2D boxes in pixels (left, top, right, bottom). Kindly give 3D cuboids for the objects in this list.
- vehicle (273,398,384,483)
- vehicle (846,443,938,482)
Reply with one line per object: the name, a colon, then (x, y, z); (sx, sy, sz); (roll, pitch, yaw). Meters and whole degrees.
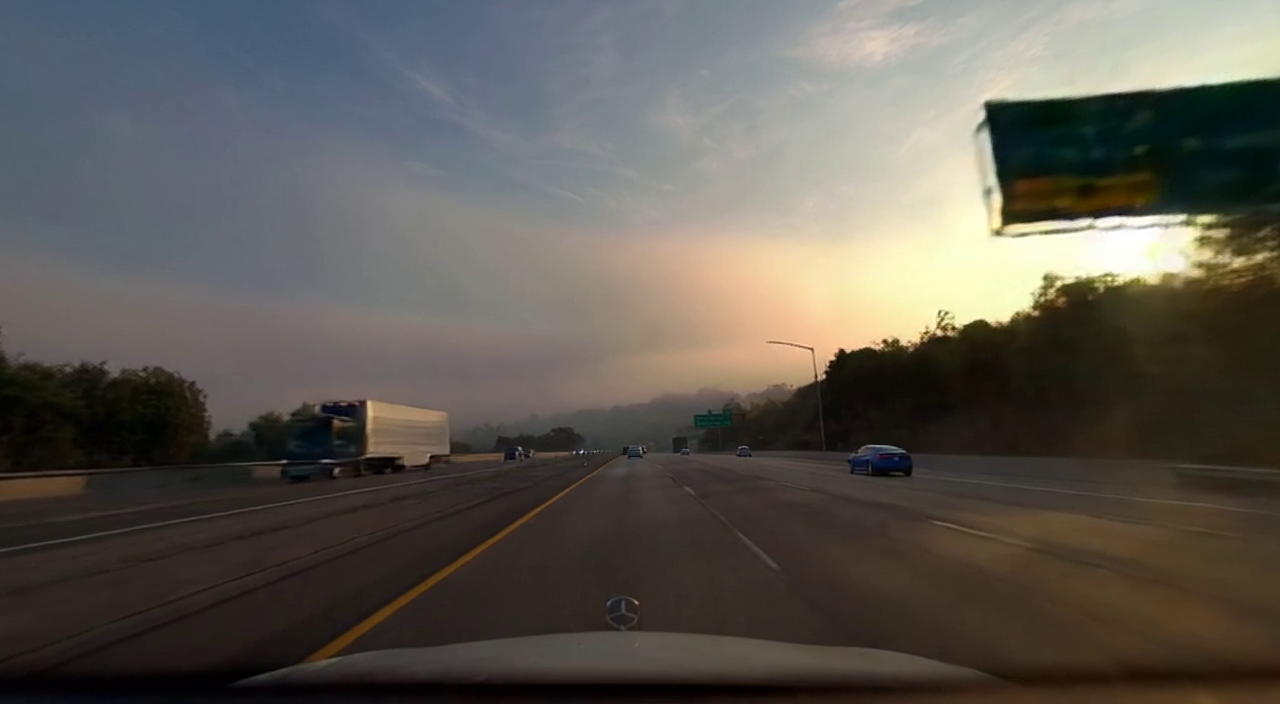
vehicle: (-17.651, 5.071, 36.408); (3.002, 4.461, 6.338); (0, -8, 0)
vehicle: (10.650, 4.668, 27.127); (2.024, 1.481, 4.747); (0, -8, 0)
